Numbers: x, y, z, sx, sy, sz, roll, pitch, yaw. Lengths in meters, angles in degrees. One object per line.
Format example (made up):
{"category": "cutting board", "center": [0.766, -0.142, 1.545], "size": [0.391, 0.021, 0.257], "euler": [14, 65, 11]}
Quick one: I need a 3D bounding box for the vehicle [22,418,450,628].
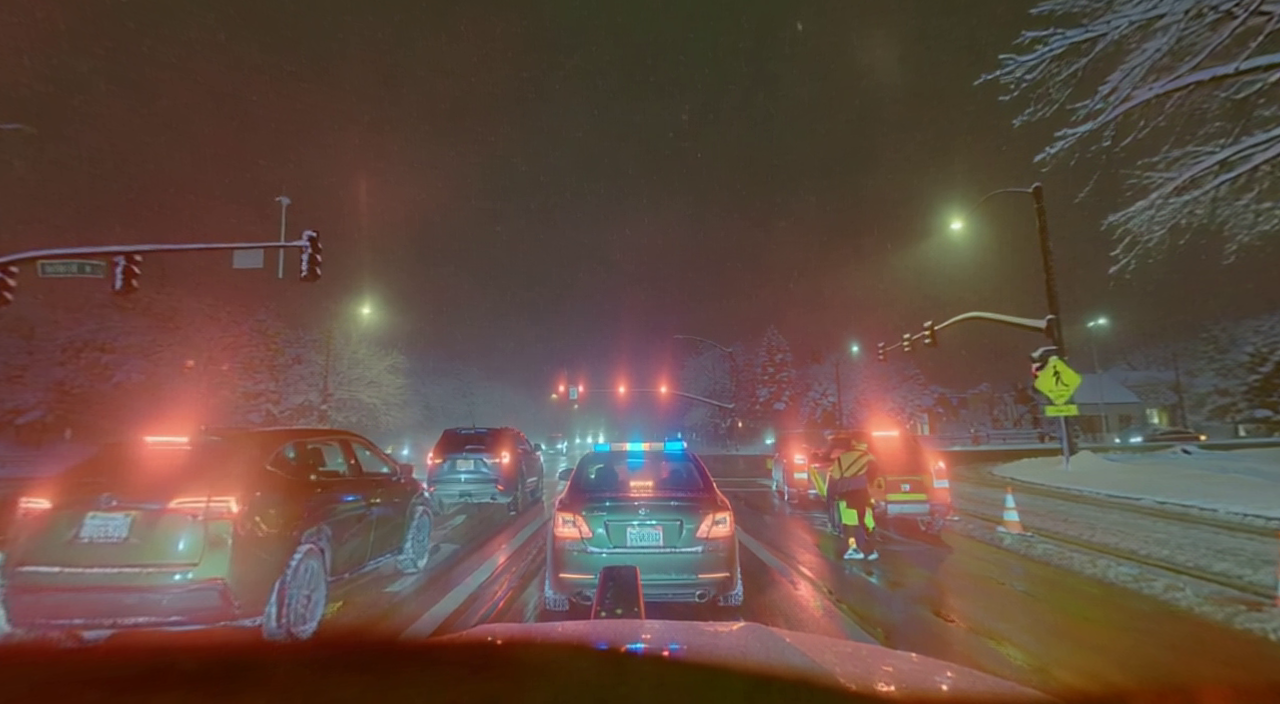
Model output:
{"category": "vehicle", "center": [-3.601, 1.562, 6.708], "size": [1.863, 1.526, 4.006], "euler": [0, -9, 0]}

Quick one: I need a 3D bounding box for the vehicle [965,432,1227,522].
{"category": "vehicle", "center": [9.354, 2.580, 13.582], "size": [1.957, 1.576, 4.670], "euler": [0, -9, -3]}

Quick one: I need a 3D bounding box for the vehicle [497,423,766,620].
{"category": "vehicle", "center": [-0.116, 1.629, 7.080], "size": [2.061, 1.486, 4.332], "euler": [0, -8, -1]}

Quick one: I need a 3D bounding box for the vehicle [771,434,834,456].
{"category": "vehicle", "center": [12.490, 7.186, 48.579], "size": [4.211, 1.659, 1.983], "euler": [2, -9, -12]}
